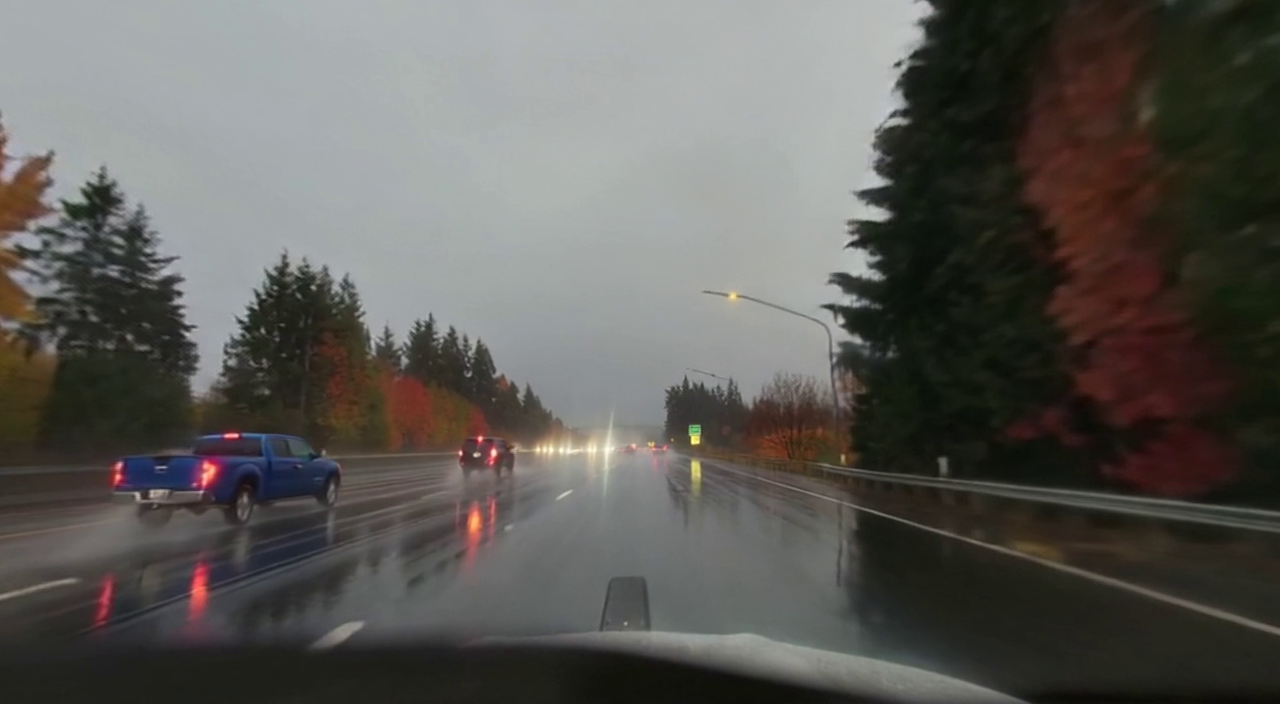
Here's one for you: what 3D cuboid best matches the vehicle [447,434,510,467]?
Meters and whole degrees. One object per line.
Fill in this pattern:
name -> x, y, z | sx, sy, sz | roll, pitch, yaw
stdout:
vehicle -> -10.318, 6.339, 40.732 | 2.347, 1.984, 5.778 | 0, -8, 2

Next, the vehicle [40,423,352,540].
vehicle -> -7.147, 2.113, 10.994 | 1.965, 1.567, 4.686 | 0, -8, 1

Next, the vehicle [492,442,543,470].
vehicle -> -6.792, 5.810, 35.444 | 1.919, 1.499, 4.234 | 0, -8, 1
